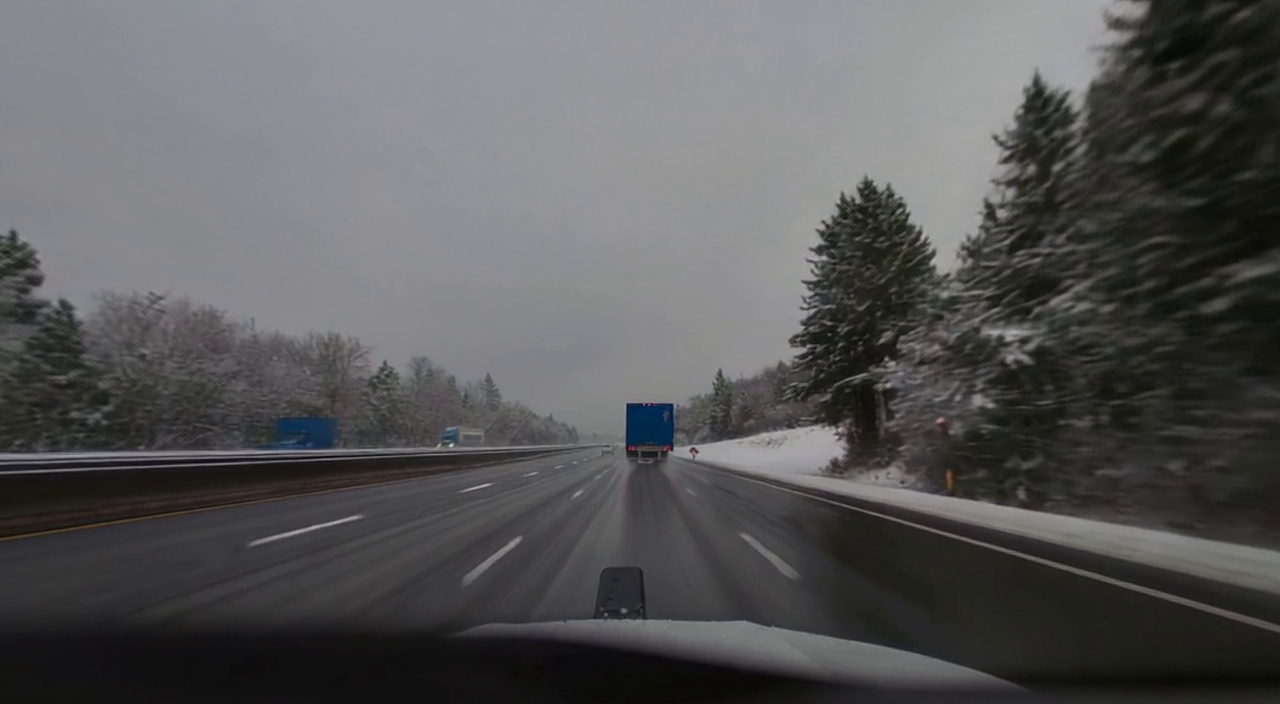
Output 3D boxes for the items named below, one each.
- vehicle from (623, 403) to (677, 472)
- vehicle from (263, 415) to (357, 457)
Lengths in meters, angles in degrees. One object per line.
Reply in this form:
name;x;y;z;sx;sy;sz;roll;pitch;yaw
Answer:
vehicle;0.430;5.820;42.222;3.055;4.009;10.972;0;-9;-2
vehicle;-19.998;5.232;38.558;2.270;2.351;5.551;-1;-10;5
